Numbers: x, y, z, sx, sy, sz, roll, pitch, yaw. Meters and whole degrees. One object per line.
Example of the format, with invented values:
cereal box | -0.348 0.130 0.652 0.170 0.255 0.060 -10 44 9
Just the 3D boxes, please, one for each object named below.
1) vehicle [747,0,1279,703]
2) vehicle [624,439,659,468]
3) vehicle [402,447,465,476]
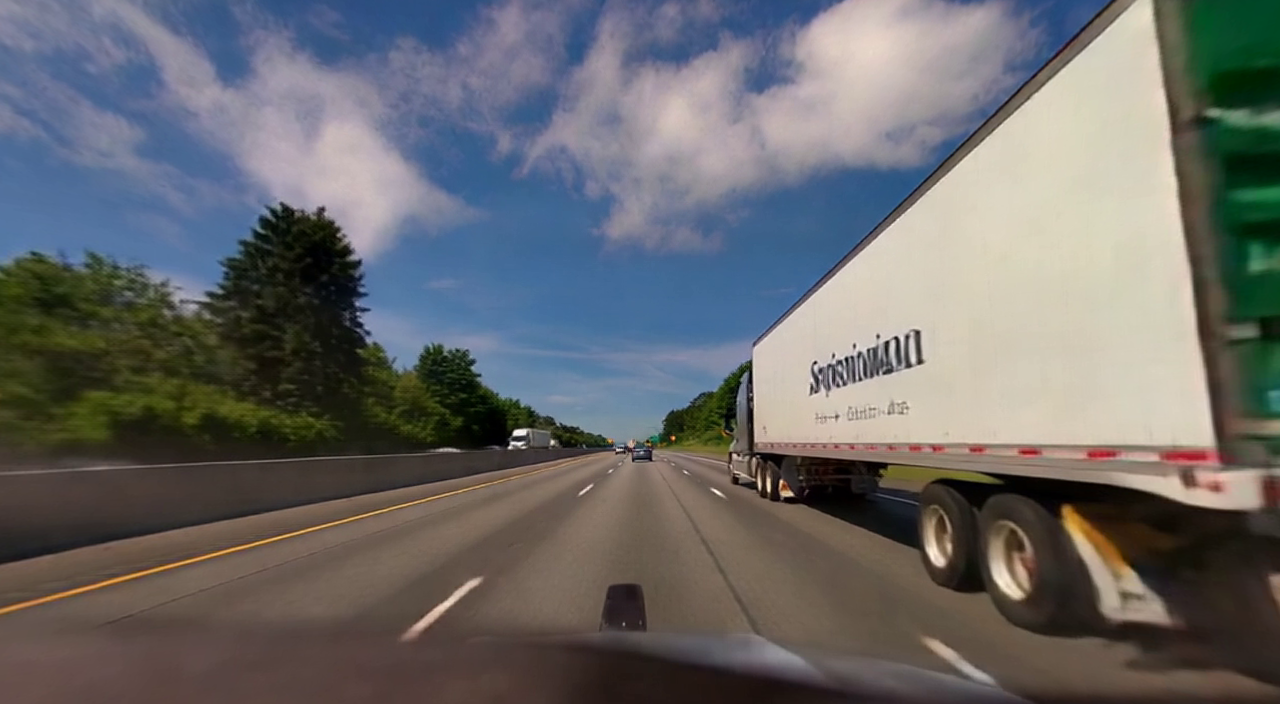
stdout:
vehicle | 4.451 0.739 10.079 3.011 4.028 13.890 0 -9 0
vehicle | 0.087 6.406 39.818 2.067 1.690 3.901 0 -9 0
vehicle | -11.171 5.969 34.458 1.957 1.451 4.375 0 -9 0
